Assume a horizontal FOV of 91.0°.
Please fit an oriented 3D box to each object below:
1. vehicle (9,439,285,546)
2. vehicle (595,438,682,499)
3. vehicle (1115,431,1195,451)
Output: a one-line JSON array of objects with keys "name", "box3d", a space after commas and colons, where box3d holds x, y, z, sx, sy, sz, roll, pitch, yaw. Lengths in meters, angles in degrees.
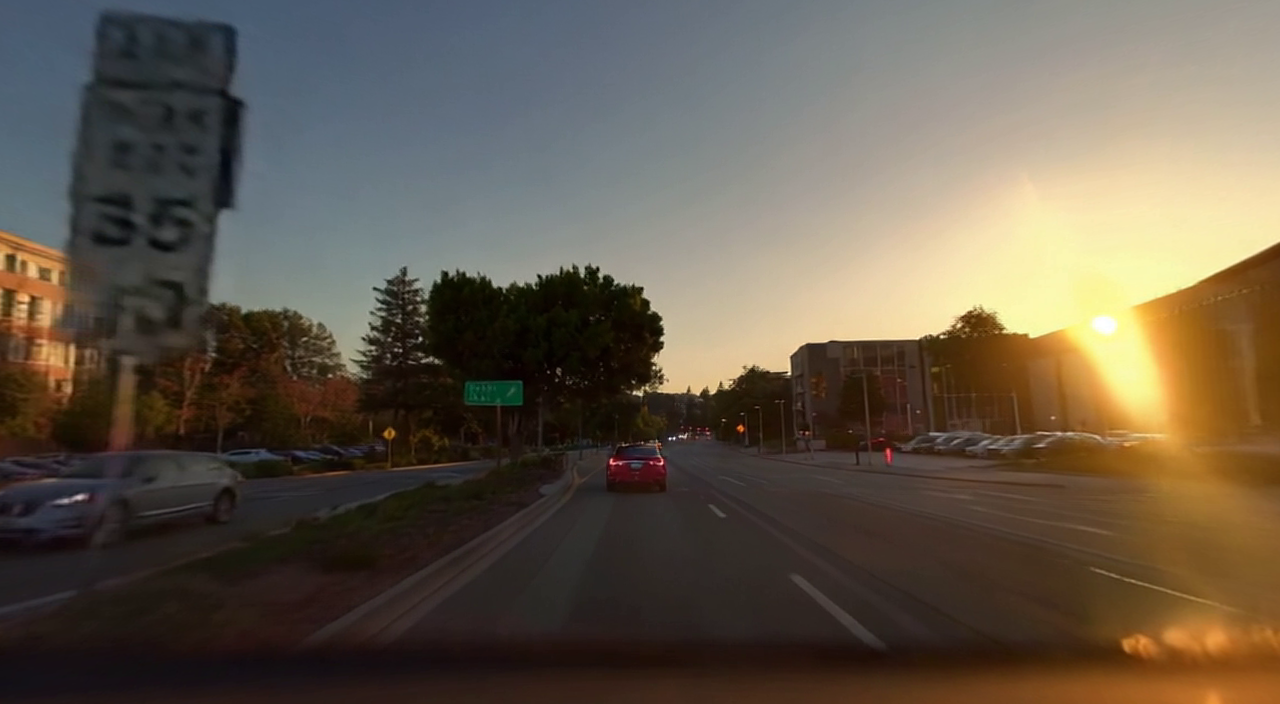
[{"name": "vehicle", "box3d": [-9.048, 2.526, 12.165, 1.903, 1.476, 4.395, -6, -8, -1]}, {"name": "vehicle", "box3d": [-0.077, 3.146, 17.417, 2.126, 1.475, 3.967, 0, -8, -1]}, {"name": "vehicle", "box3d": [39.249, 6.797, 48.059, 4.345, 1.463, 1.933, 0, -8, 2]}]
